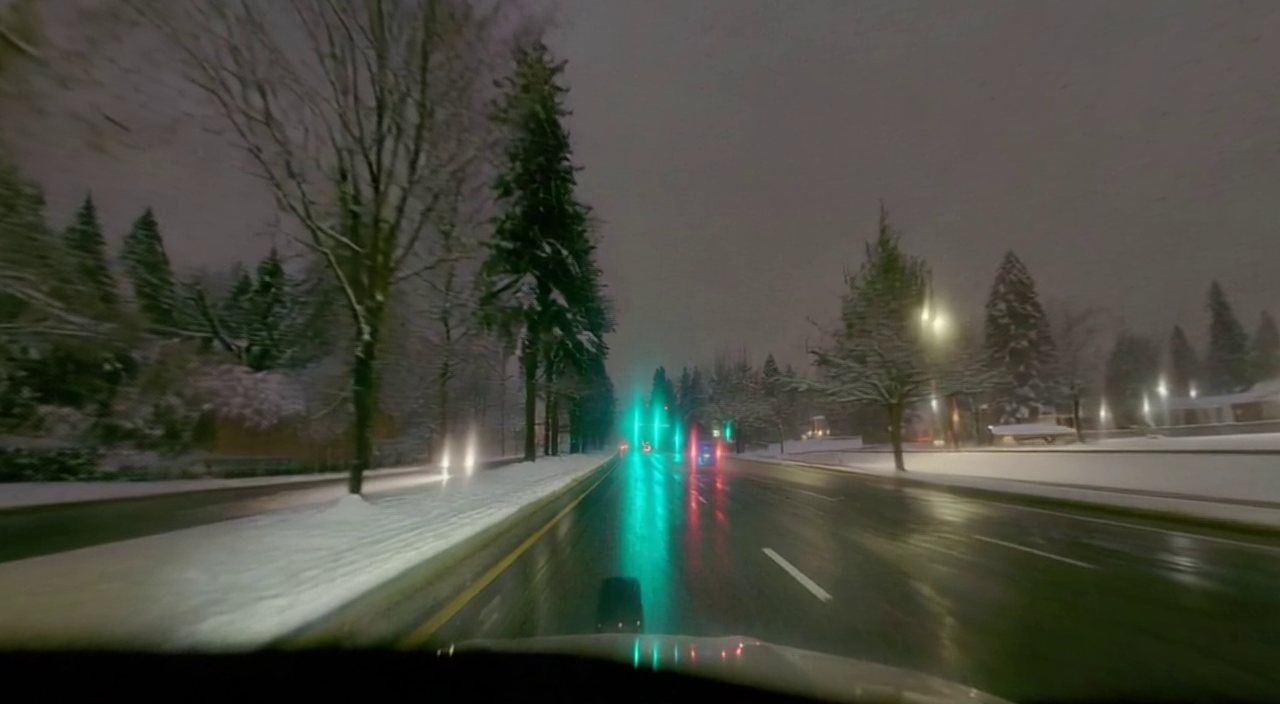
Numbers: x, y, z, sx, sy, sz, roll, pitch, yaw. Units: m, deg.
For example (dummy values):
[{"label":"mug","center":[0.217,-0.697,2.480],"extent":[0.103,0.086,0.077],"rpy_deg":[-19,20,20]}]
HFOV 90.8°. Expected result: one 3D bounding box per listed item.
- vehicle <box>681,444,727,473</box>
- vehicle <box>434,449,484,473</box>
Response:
[{"label":"vehicle","center":[3.446,5.837,34.815],"extent":[2.056,1.483,4.091],"rpy_deg":[0,-8,-1]},{"label":"vehicle","center":[-11.964,7.232,42.059],"extent":[2.006,1.475,4.589],"rpy_deg":[0,-8,-1]}]
